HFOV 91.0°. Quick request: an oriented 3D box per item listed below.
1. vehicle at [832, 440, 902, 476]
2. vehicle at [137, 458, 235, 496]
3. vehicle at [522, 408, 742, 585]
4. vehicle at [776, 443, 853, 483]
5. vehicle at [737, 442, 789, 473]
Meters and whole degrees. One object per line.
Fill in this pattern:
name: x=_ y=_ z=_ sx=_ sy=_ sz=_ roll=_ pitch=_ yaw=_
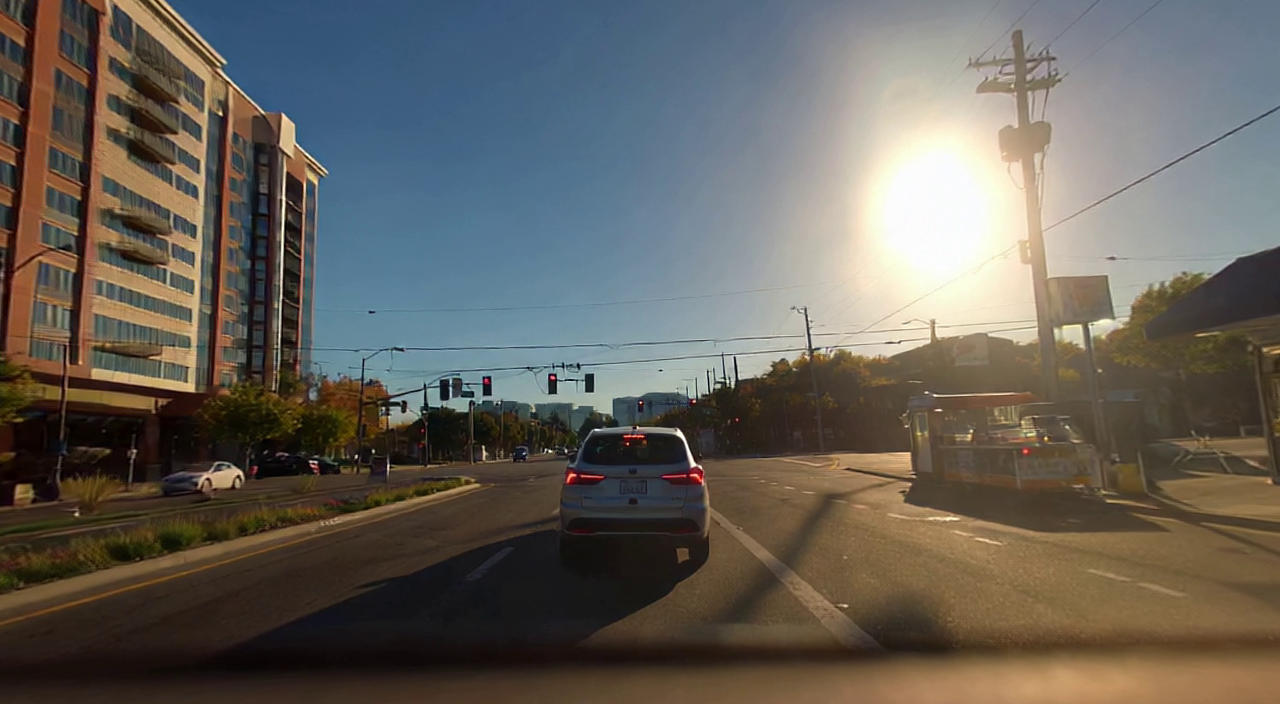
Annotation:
vehicle: x=11.184 y=5.253 z=31.395 sx=2.081 sy=1.651 sz=4.432 roll=-1 pitch=-9 yaw=4
vehicle: x=-20.282 y=5.558 z=28.361 sx=1.969 sy=1.458 sz=4.300 roll=2 pitch=-9 yaw=-13
vehicle: x=-0.059 y=1.691 z=8.114 sx=2.115 sy=1.700 sz=3.901 roll=0 pitch=-8 yaw=1
vehicle: x=6.858 y=4.376 z=25.224 sx=1.833 sy=1.452 sz=4.237 roll=0 pitch=-8 yaw=0
vehicle: x=6.267 y=5.448 z=32.629 sx=1.961 sy=1.477 sz=4.454 roll=0 pitch=-8 yaw=2
